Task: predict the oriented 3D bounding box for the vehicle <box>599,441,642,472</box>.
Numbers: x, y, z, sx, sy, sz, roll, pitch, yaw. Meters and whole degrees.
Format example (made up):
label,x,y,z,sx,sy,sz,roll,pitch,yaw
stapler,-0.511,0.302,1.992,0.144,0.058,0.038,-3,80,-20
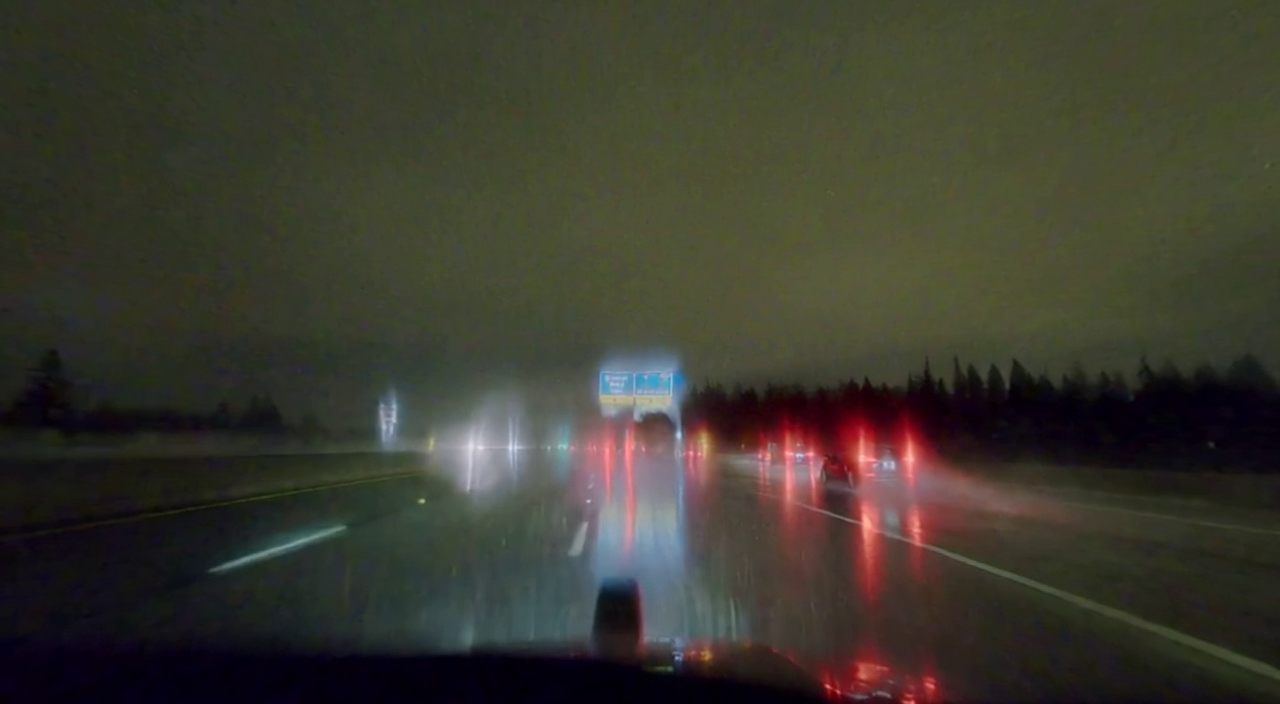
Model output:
label,x,y,z,sx,sy,sz,roll,pitch,yaw
vehicle,-0.952,5.489,33.076,2.055,1.509,4.255,0,-9,1
